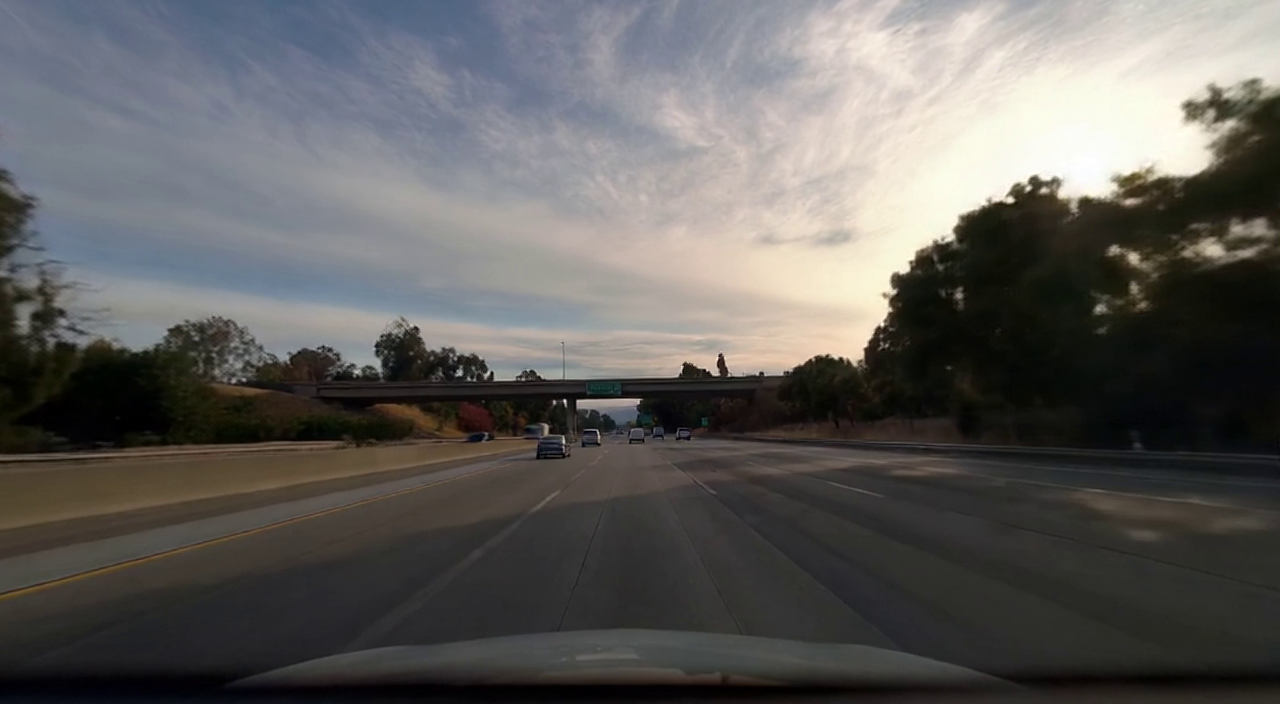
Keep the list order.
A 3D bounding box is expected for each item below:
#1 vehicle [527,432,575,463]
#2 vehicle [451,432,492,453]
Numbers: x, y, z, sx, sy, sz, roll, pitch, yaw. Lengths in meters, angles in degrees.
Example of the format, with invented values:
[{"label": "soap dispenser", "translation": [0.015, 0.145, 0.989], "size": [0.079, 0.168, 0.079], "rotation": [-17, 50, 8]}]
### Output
[{"label": "vehicle", "translation": [-4.476, 4.856, 32.237], "size": [1.933, 1.473, 4.023], "rotation": [0, -8, -1]}, {"label": "vehicle", "translation": [-13.292, 7.138, 49.979], "size": [1.994, 1.594, 4.817], "rotation": [0, -8, 0]}]
